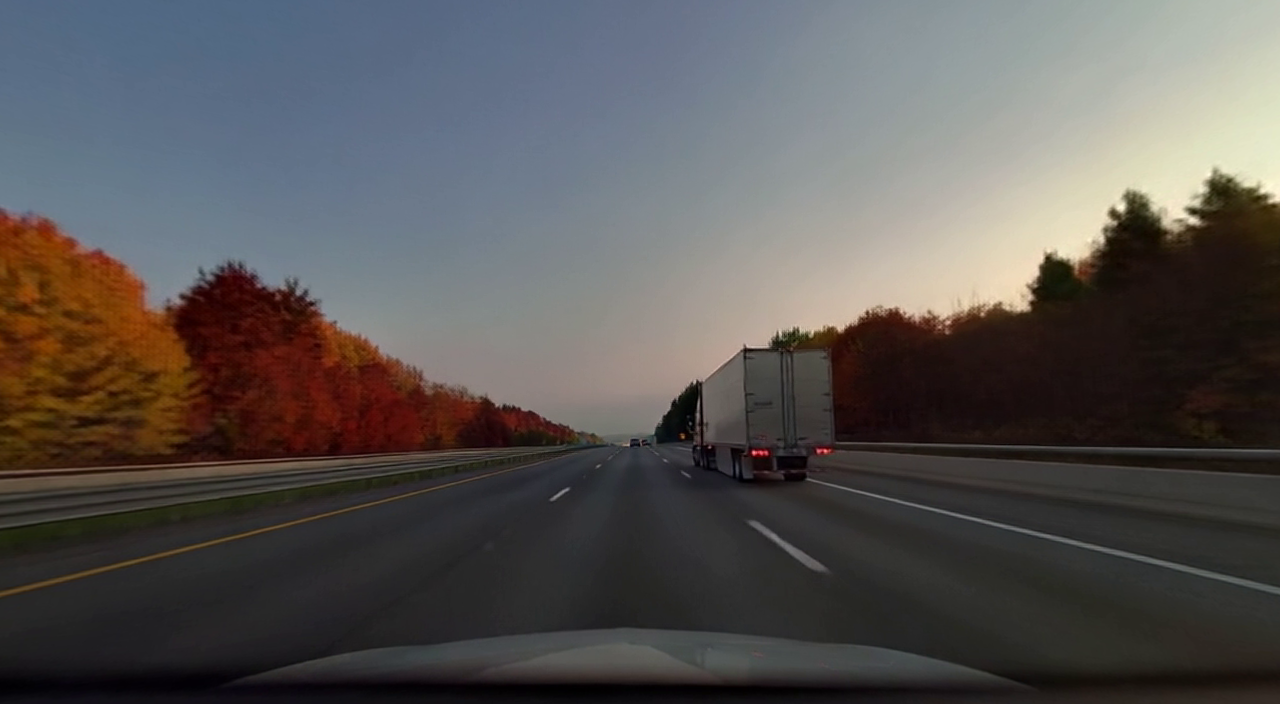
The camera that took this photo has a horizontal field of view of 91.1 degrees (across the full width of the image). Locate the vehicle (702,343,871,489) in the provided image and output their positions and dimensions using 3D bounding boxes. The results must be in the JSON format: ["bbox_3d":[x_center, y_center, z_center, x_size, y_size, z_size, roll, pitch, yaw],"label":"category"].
[{"bbox_3d":[4.306,2.292,21.112,3.348,3.847,8.908,0,-8,-1],"label":"vehicle"}]
